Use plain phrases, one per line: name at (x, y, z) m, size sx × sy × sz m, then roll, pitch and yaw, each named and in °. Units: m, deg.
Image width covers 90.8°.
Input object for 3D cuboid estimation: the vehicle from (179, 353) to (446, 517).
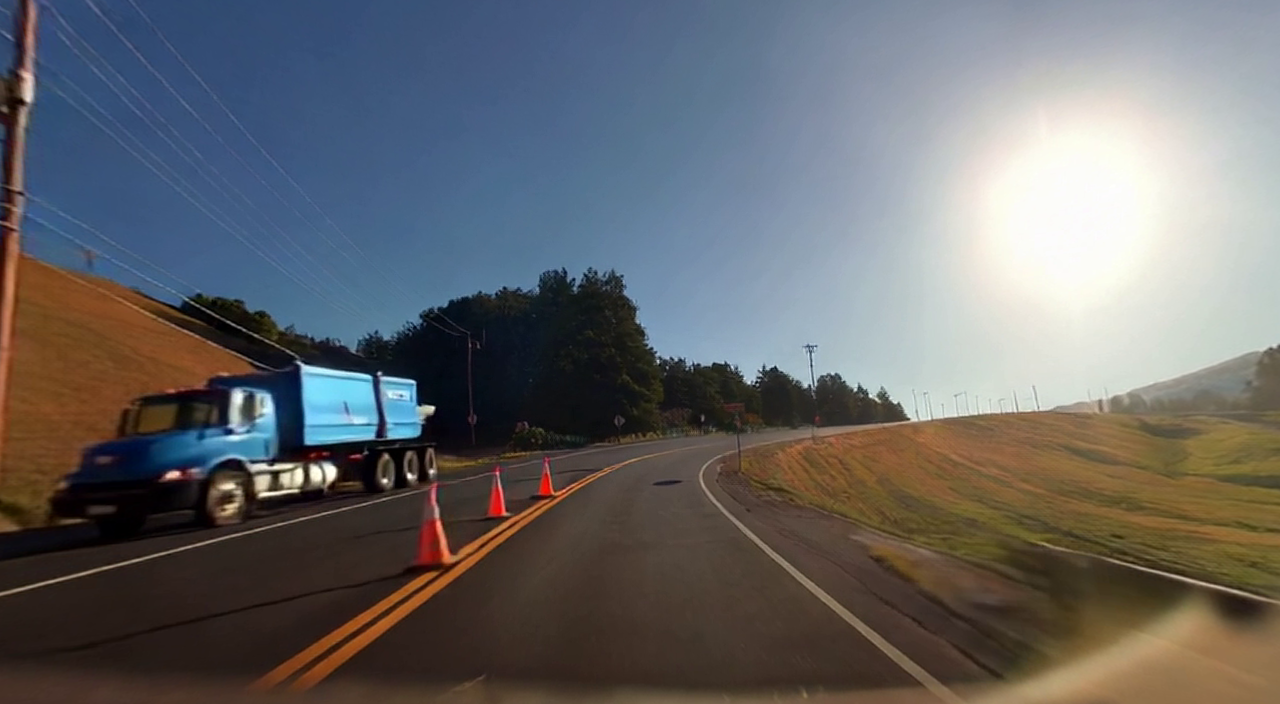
vehicle at (-7.885, 2.149, 16.596) m, size 3.031 × 3.185 × 7.053 m, roll -4°, pitch -7°, yaw 2°
